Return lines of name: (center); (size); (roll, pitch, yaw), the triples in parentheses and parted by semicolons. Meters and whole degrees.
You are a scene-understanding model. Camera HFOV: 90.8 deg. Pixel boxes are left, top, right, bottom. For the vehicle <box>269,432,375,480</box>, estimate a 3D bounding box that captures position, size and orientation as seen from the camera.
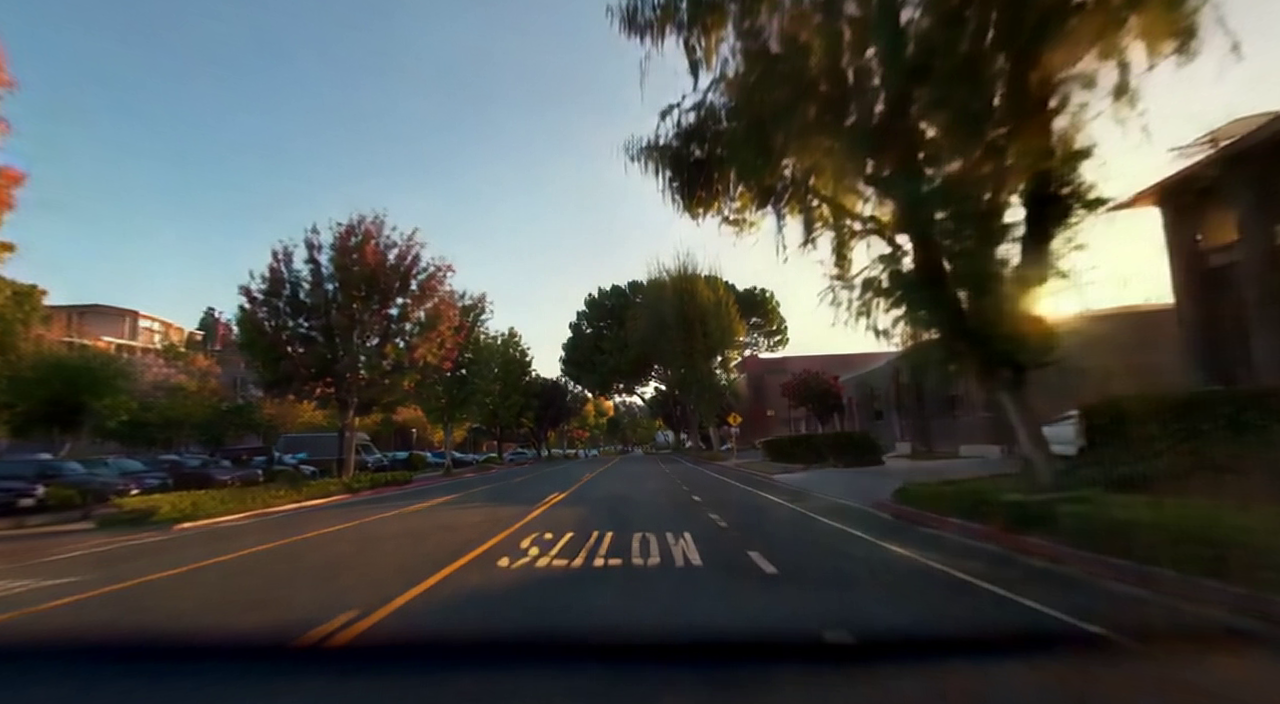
vehicle: (-19.429, 6.353, 38.613); (5.971, 2.749, 2.293); (-4, -9, 22)
